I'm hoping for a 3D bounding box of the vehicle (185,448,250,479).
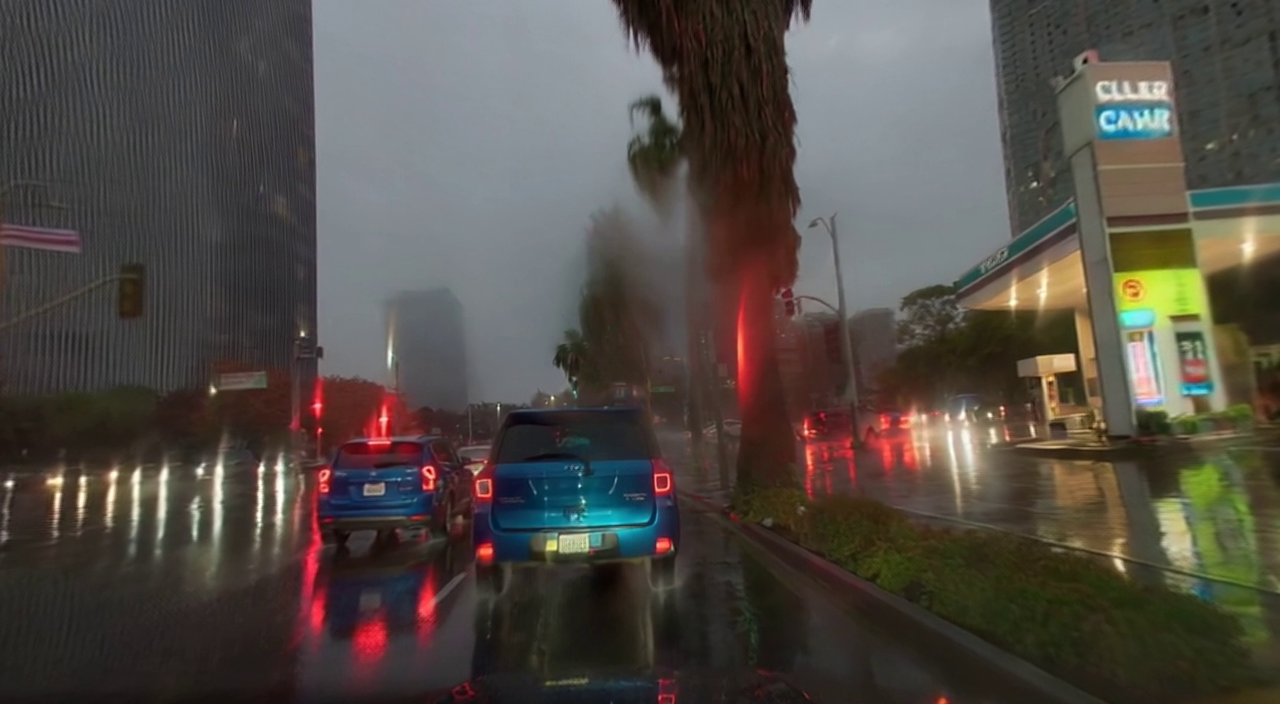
[{"bbox_3d":[-28.805,7.597,43.245,1.783,1.997,4.000,0,-8,-3],"label":"vehicle"}]

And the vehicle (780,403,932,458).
[{"bbox_3d":[8.607,3.174,25.493,5.307,2.076,2.122,1,-8,-6],"label":"vehicle"}]

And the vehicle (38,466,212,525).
[{"bbox_3d":[-17.408,4.777,21.422,4.660,1.708,2.331,-3,-9,19],"label":"vehicle"}]

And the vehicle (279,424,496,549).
[{"bbox_3d":[-4.057,2.226,11.288,2.097,1.692,5.030,0,-8,-4],"label":"vehicle"}]

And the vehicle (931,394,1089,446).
[{"bbox_3d":[14.980,2.807,25.813,5.033,1.999,2.259,0,-8,-3],"label":"vehicle"}]

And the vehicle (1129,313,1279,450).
[{"bbox_3d":[10.288,0.542,9.369,4.420,1.766,2.104,1,-9,-6],"label":"vehicle"}]

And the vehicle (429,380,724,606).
[{"bbox_3d":[-0.704,1.558,7.938,2.519,1.913,4.819,0,-8,-4],"label":"vehicle"}]
